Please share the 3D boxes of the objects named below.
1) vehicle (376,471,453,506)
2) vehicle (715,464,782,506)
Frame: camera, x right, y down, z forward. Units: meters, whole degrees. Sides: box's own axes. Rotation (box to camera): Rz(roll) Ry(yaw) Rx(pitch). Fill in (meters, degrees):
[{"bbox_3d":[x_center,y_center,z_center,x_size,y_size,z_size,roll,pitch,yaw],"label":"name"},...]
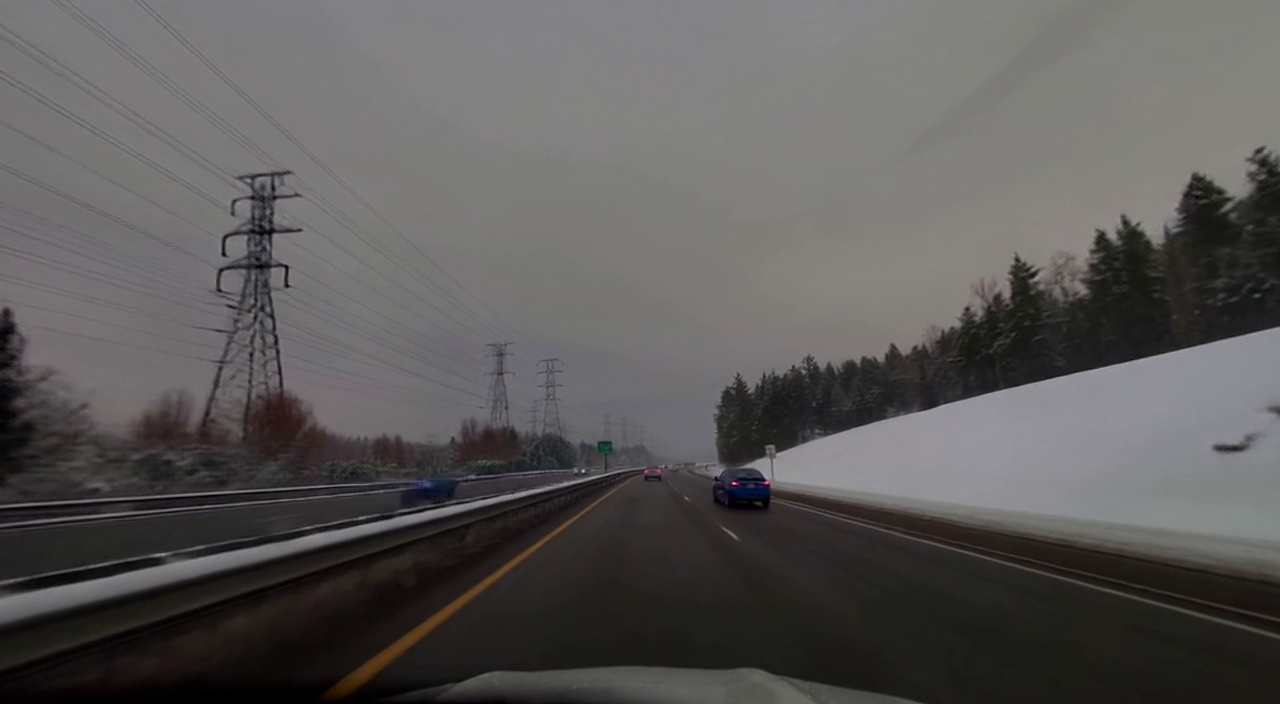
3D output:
[{"bbox_3d":[-10.218,6.210,28.817,1.889,1.401,4.199,1,-10,1],"label":"vehicle"},{"bbox_3d":[4.311,5.366,25.680,1.985,1.521,3.904,1,-10,-1],"label":"vehicle"}]
